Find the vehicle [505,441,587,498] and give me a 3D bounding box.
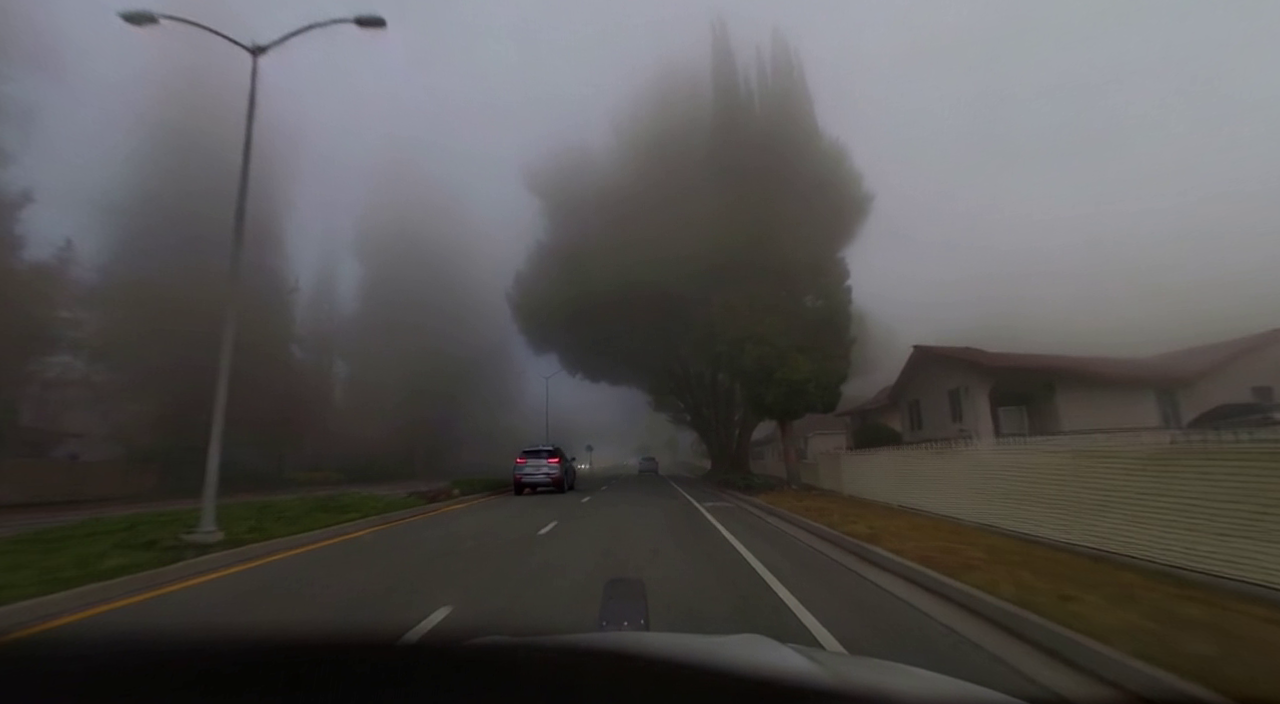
[{"bbox_3d":[-3.110,3.997,21.882,2.073,1.770,4.302,0,-8,1],"label":"vehicle"}]
